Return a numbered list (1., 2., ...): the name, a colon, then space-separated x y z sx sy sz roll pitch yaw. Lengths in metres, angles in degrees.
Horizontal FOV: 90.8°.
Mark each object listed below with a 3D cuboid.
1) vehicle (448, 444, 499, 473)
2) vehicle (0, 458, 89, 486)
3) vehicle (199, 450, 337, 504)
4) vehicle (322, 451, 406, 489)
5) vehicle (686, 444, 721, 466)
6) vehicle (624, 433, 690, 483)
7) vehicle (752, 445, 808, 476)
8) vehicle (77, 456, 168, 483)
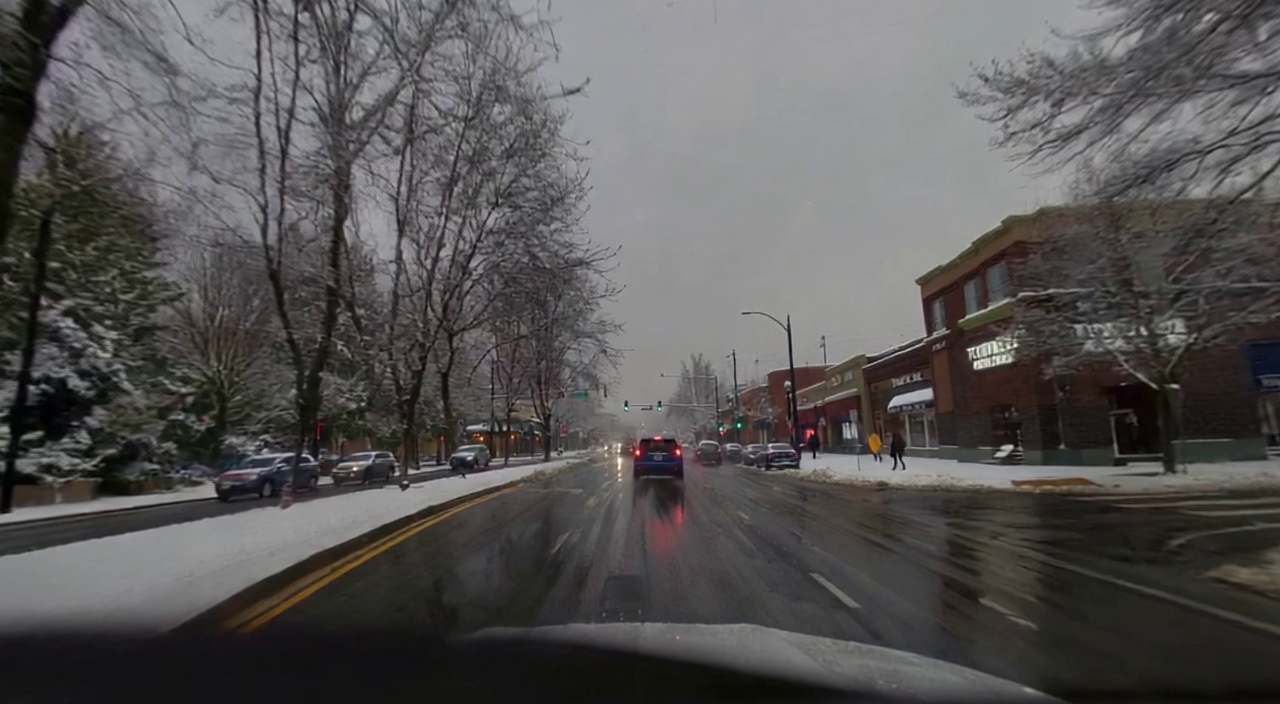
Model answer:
1. vehicle: -12.416 7.989 47.576 2.197 1.985 5.183 -1 -9 3
2. vehicle: -39.564 7.953 42.074 1.832 1.657 4.339 0 -9 -1
3. vehicle: -13.285 4.451 22.996 2.148 1.694 4.561 0 -9 2
4. vehicle: -13.143 5.631 30.430 1.934 1.639 4.387 0 -9 2
5. vehicle: 4.605 7.515 46.302 2.209 1.478 4.138 0 -9 2
6. vehicle: 0.672 4.175 25.131 2.382 1.796 4.610 0 -9 2
7. vehicle: 7.136 5.566 32.736 2.048 1.484 4.709 -1 -9 3
8. vehicle: -34.241 7.782 42.002 1.982 1.610 4.620 -3 -9 4
